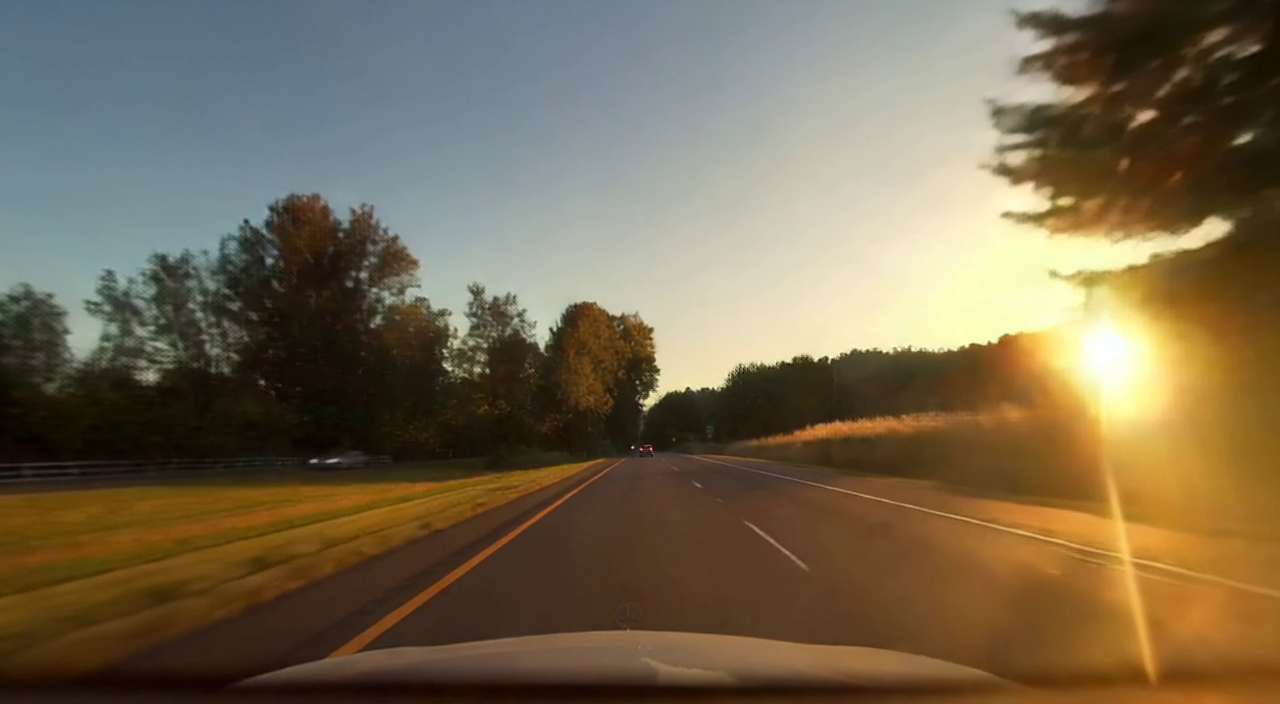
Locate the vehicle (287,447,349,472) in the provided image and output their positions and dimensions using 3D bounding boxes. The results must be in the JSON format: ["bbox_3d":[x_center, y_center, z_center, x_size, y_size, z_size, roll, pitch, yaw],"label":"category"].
[{"bbox_3d":[-24.590,8.173,48.395,2.062,1.769,5.054,-1,-8,1],"label":"vehicle"}]
